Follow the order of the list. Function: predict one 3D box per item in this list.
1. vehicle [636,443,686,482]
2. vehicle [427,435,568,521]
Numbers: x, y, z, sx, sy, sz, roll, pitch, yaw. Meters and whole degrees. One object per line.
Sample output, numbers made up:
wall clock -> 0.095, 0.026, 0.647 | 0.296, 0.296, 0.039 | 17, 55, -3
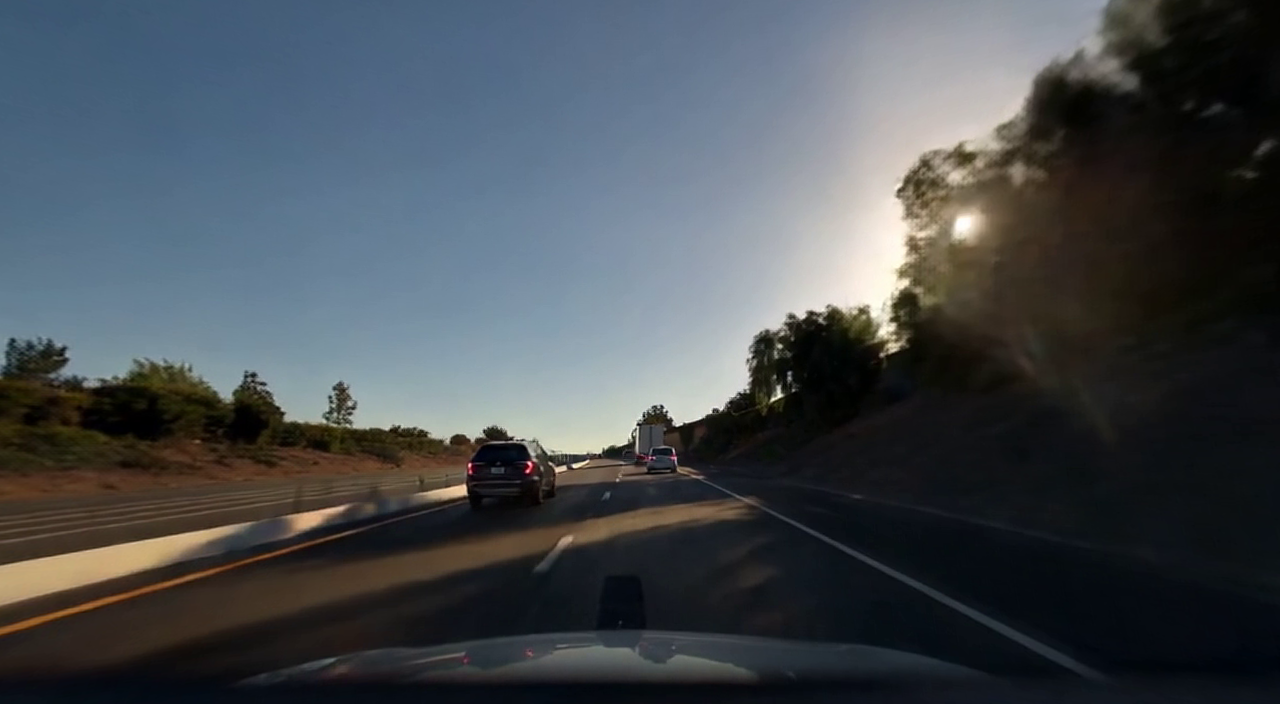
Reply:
vehicle -> 0.943, 5.300, 30.338 | 2.230, 1.715, 4.243 | 0, -9, 0
vehicle -> -3.065, 2.843, 14.695 | 2.181, 1.653, 4.691 | 0, -9, 0
